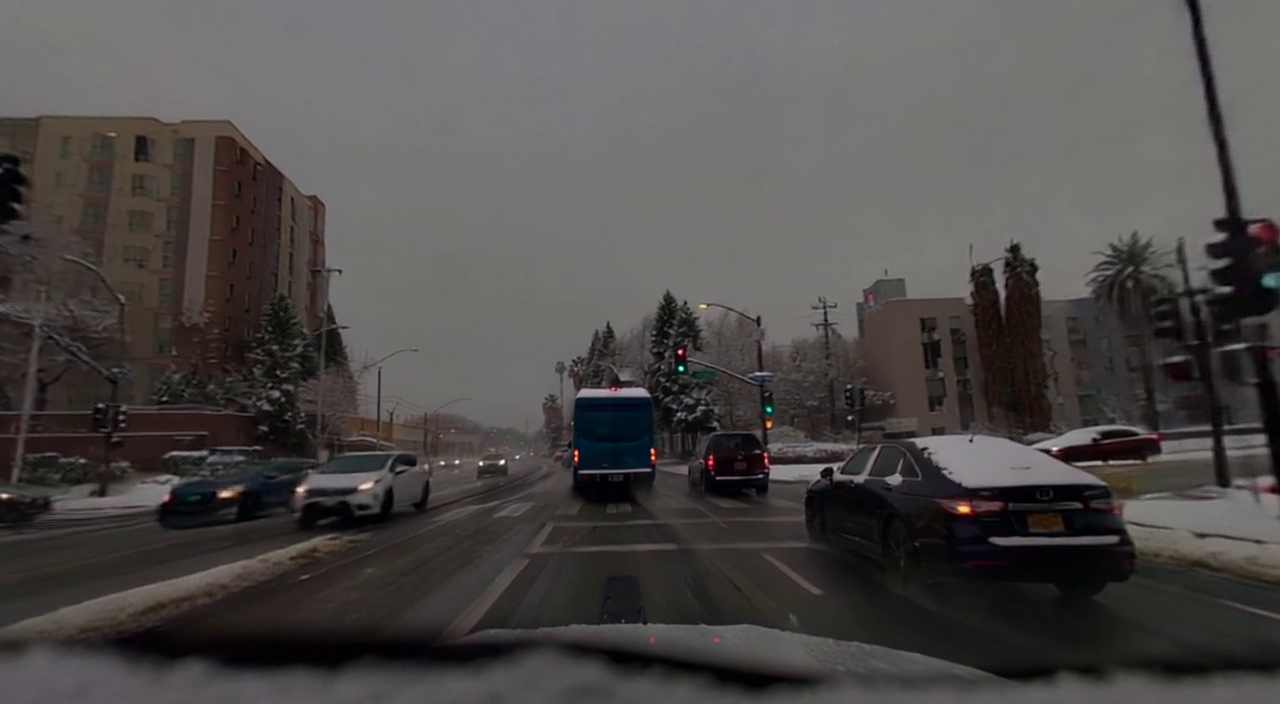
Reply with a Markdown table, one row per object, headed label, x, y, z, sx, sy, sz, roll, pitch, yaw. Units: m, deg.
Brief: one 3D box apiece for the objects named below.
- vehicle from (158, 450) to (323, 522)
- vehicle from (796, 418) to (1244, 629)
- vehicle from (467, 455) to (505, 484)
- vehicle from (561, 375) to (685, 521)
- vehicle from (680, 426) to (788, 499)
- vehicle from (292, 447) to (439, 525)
| label | x | y | z | sx | sy | sz | roll | pitch | yaw |
| --- | --- | --- | --- | --- | --- | --- | --- | --- | --- |
| vehicle | -10.603 | 3.536 | 17.136 | 1.959 | 1.636 | 4.159 | 0 | -9 | -4 |
| vehicle | 3.377 | 1.604 | 6.977 | 1.978 | 1.507 | 4.636 | 0 | -9 | -1 |
| vehicle | -9.199 | 7.004 | 37.765 | 1.810 | 1.546 | 3.981 | 1 | -9 | -8 |
| vehicle | -0.650 | 2.396 | 15.944 | 2.517 | 2.926 | 6.177 | 0 | -9 | -6 |
| vehicle | 2.721 | 3.411 | 19.808 | 2.157 | 1.944 | 5.423 | 0 | -9 | -5 |
| vehicle | -6.221 | 3.030 | 14.802 | 1.878 | 1.540 | 3.939 | 0 | -9 | -4 |
